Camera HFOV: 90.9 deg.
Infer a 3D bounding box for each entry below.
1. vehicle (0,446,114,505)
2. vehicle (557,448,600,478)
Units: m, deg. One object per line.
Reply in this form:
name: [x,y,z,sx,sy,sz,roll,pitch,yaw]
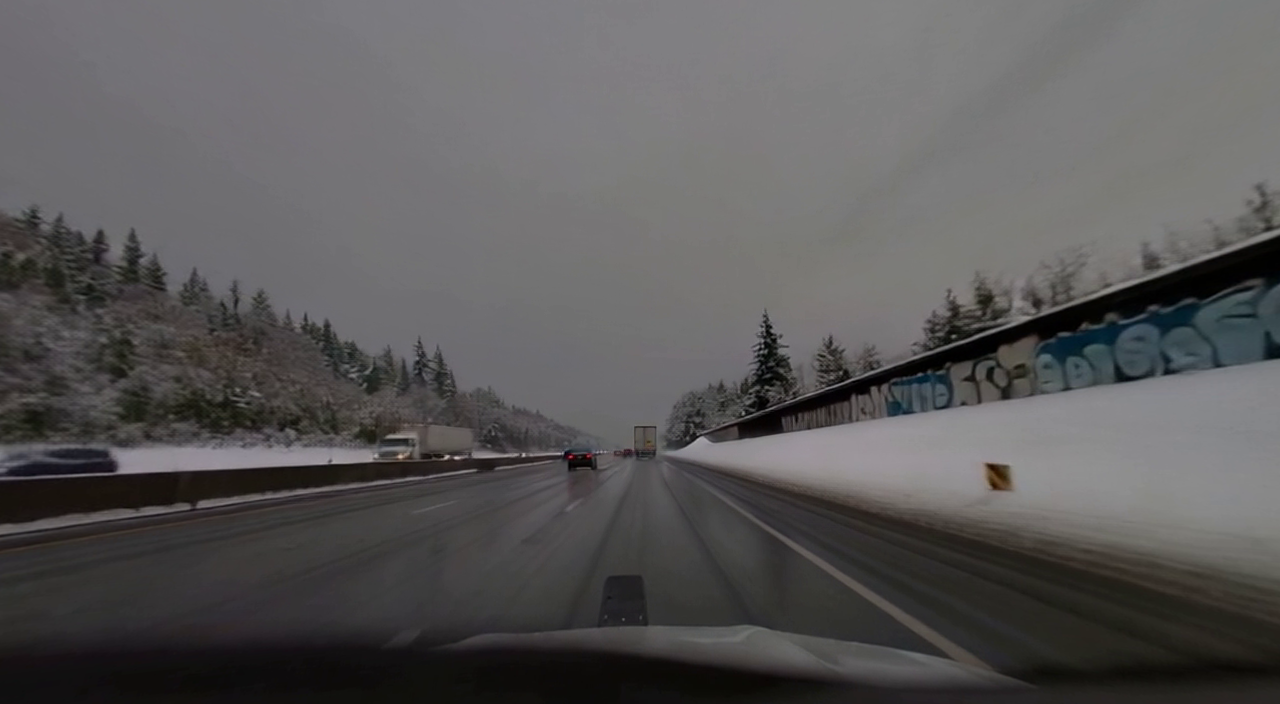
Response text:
vehicle: [-22.040,4.353,22.615,2.061,1.935,4.754,0,-9,1]
vehicle: [-3.234,5.881,33.712,1.803,1.466,4.509,0,-9,0]
